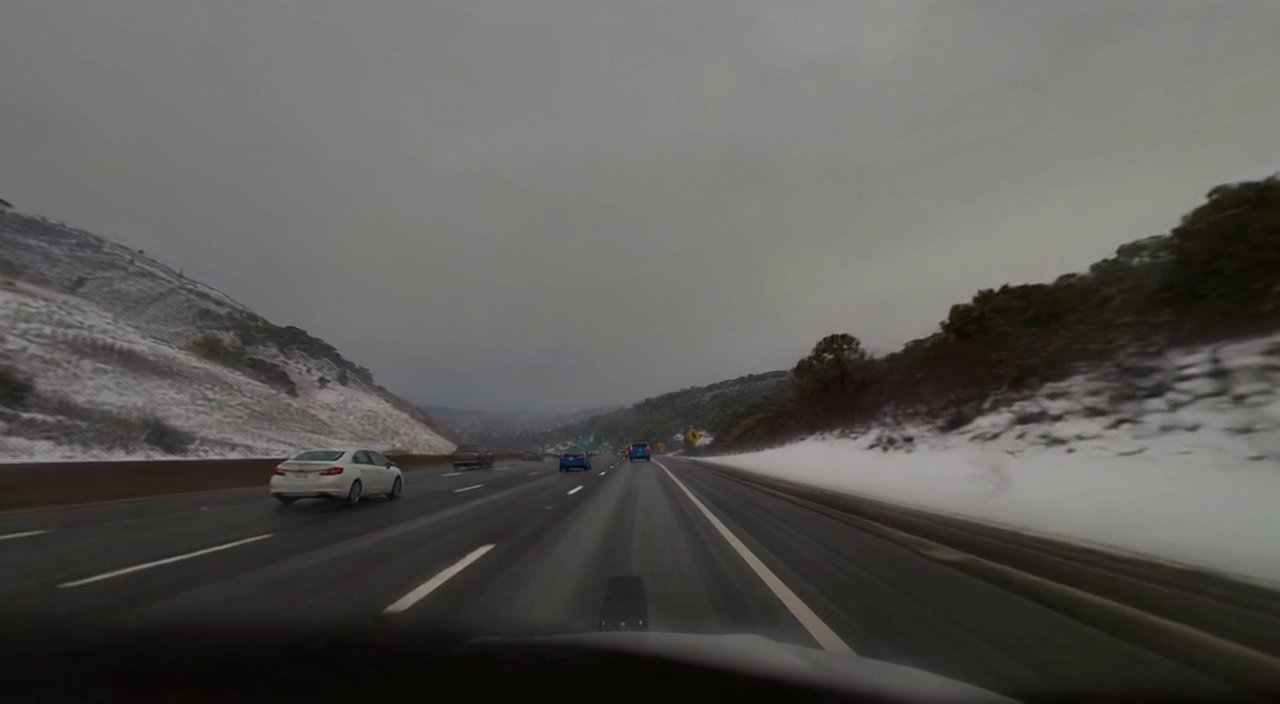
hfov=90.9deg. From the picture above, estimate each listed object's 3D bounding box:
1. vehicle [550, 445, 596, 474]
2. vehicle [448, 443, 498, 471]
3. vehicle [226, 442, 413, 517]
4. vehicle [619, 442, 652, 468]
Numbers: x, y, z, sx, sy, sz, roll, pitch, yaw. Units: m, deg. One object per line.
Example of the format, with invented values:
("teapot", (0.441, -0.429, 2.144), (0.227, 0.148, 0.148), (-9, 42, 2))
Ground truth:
("vehicle", (-3.771, 6.155, 36.429), (2.144, 1.505, 4.649), (0, -8, 0))
("vehicle", (-11.064, 7.019, 42.209), (2.025, 1.750, 4.505), (0, -8, 1))
("vehicle", (-7.017, 2.807, 14.445), (1.991, 1.441, 4.265), (0, -8, 1))
("vehicle", (-0.348, 7.238, 44.468), (2.225, 1.674, 4.044), (0, -8, -1))
